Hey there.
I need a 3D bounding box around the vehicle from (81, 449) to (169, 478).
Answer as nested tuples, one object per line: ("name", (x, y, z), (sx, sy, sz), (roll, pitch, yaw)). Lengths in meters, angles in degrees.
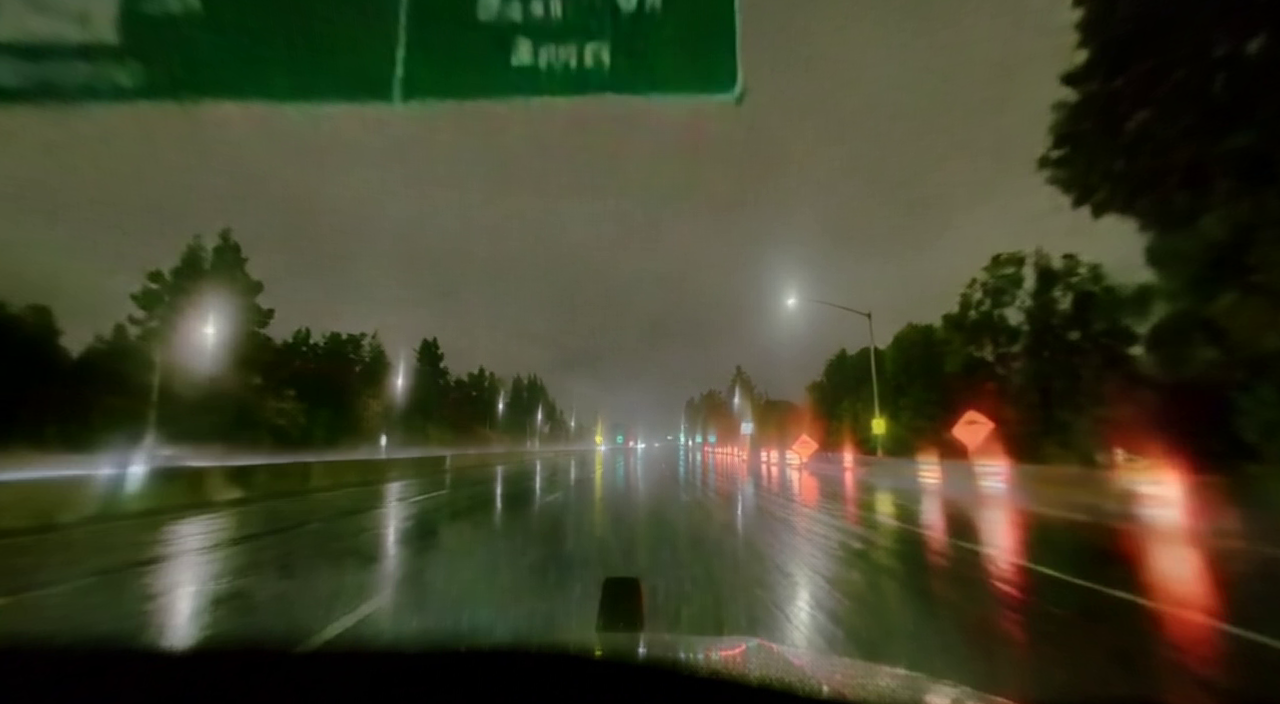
("vehicle", (-29.804, 6.452, 36.610), (1.707, 1.538, 3.841), (0, -9, 3))
